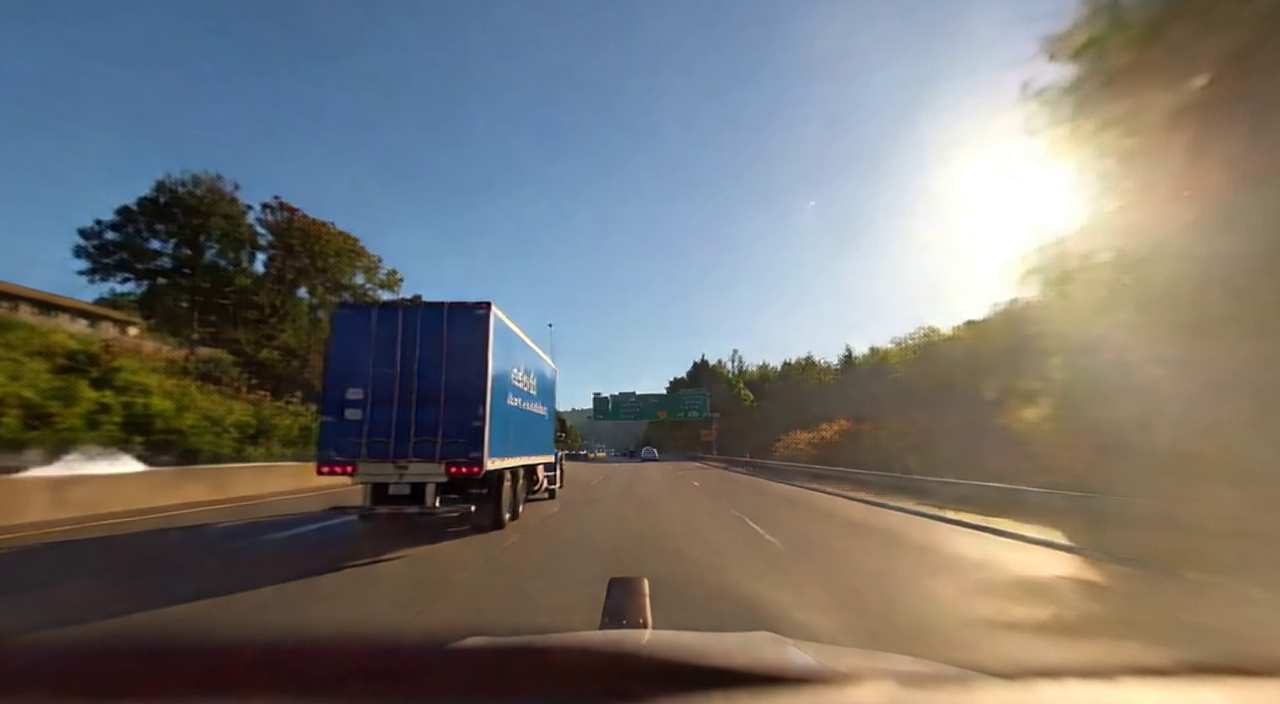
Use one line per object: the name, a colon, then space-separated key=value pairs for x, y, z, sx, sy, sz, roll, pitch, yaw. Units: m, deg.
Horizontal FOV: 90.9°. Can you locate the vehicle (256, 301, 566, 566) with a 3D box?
vehicle: x=-3.107 y=1.454 z=10.988 sx=2.695 sy=3.151 sz=6.885 roll=0 pitch=-9 yaw=1
